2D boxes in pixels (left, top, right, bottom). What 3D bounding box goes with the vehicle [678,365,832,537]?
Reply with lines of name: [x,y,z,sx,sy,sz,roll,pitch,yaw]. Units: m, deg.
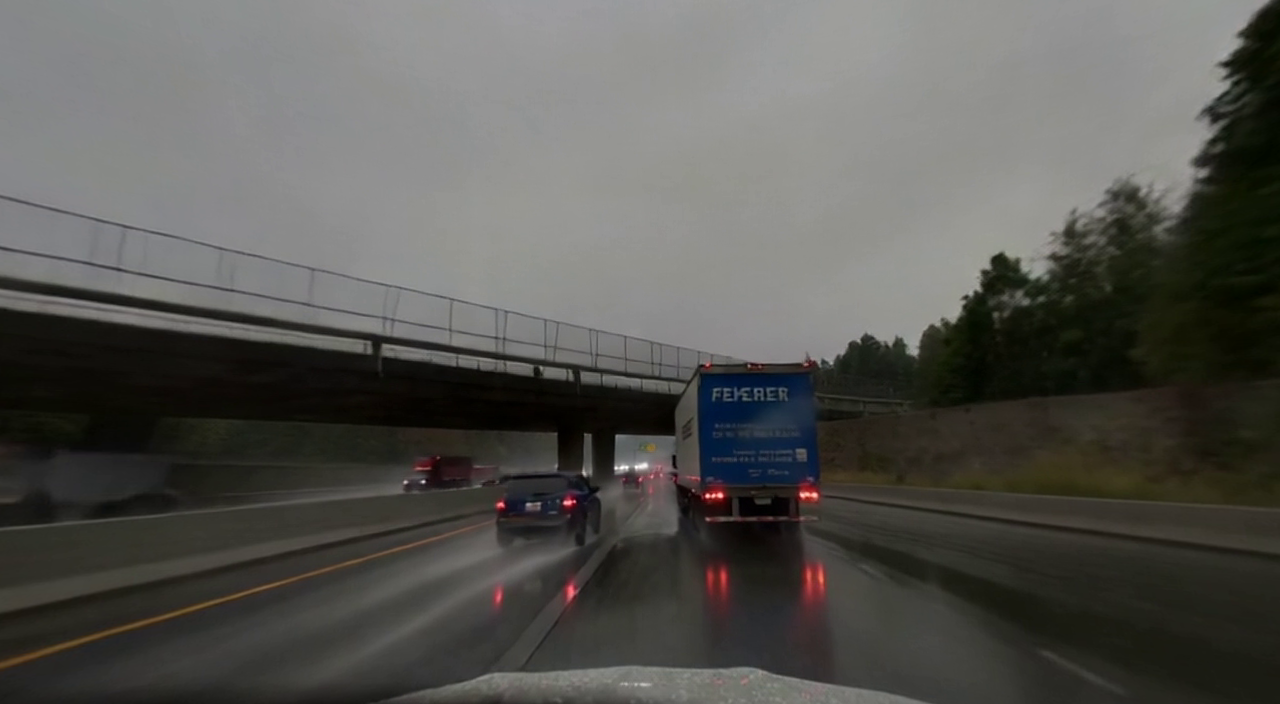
vehicle: [2.843,3.047,18.881,2.980,3.834,9.423,1,-10,1]

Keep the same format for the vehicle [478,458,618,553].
vehicle: [-1.749,3.226,13.858,2.124,1.653,4.857,0,-10,3]
